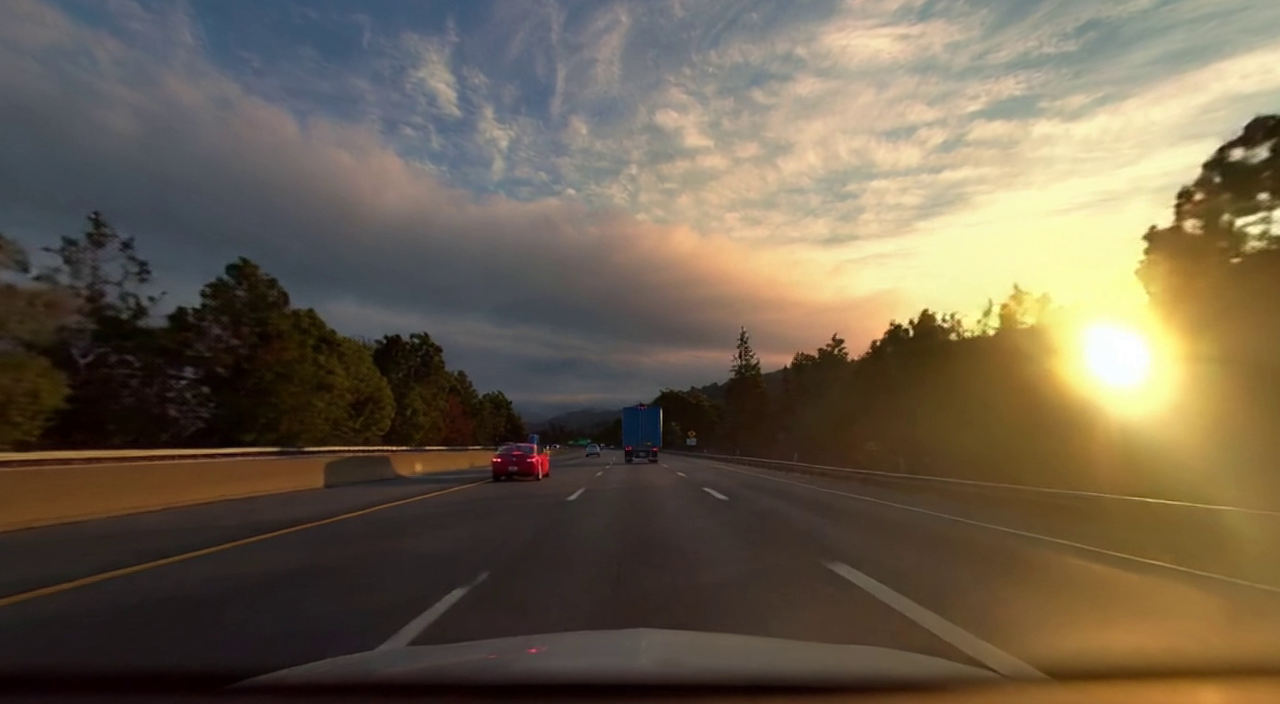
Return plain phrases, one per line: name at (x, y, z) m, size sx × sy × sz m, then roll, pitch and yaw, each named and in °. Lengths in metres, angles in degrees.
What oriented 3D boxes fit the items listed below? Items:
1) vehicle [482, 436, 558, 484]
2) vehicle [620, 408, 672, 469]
vehicle at (-4.280, 3.920, 23.047) m, size 1.977 × 1.602 × 3.944 m, roll 0°, pitch -9°, yaw 0°
vehicle at (0.231, 5.865, 42.224) m, size 2.893 × 3.628 × 9.081 m, roll 0°, pitch -9°, yaw -3°
